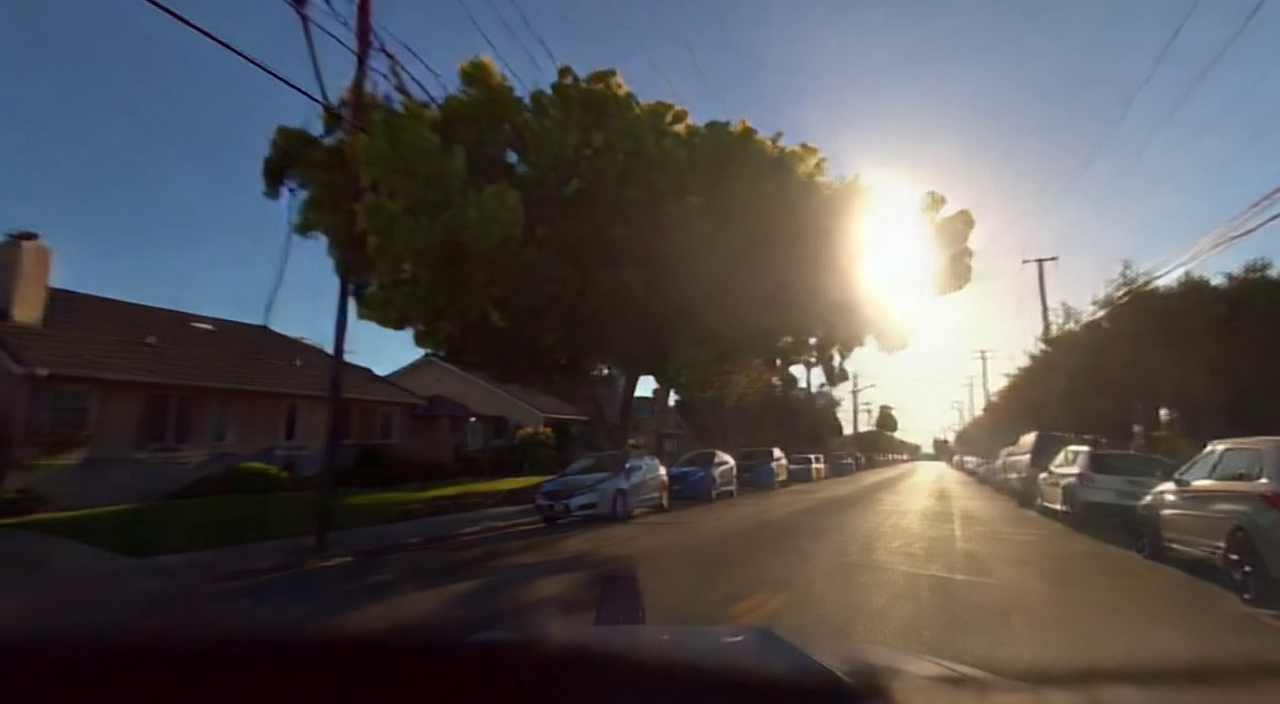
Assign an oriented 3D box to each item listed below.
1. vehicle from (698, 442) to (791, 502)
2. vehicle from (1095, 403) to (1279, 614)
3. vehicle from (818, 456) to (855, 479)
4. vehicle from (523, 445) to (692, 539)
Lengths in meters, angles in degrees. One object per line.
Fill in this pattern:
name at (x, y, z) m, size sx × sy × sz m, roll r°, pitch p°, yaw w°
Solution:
vehicle at (3.912, 4.245, 23.014) m, size 2.034 × 1.923 × 4.713 m, roll -4°, pitch -9°, yaw 26°
vehicle at (7.250, 1.766, 7.374) m, size 2.055 × 1.763 × 5.134 m, roll 2°, pitch -9°, yaw 23°
vehicle at (13.781, 8.027, 44.122) m, size 1.958 × 1.359 × 4.357 m, roll -4°, pitch -9°, yaw 23°
vehicle at (-0.511, 2.947, 14.102) m, size 1.909 × 1.675 × 4.442 m, roll -4°, pitch -9°, yaw 24°
